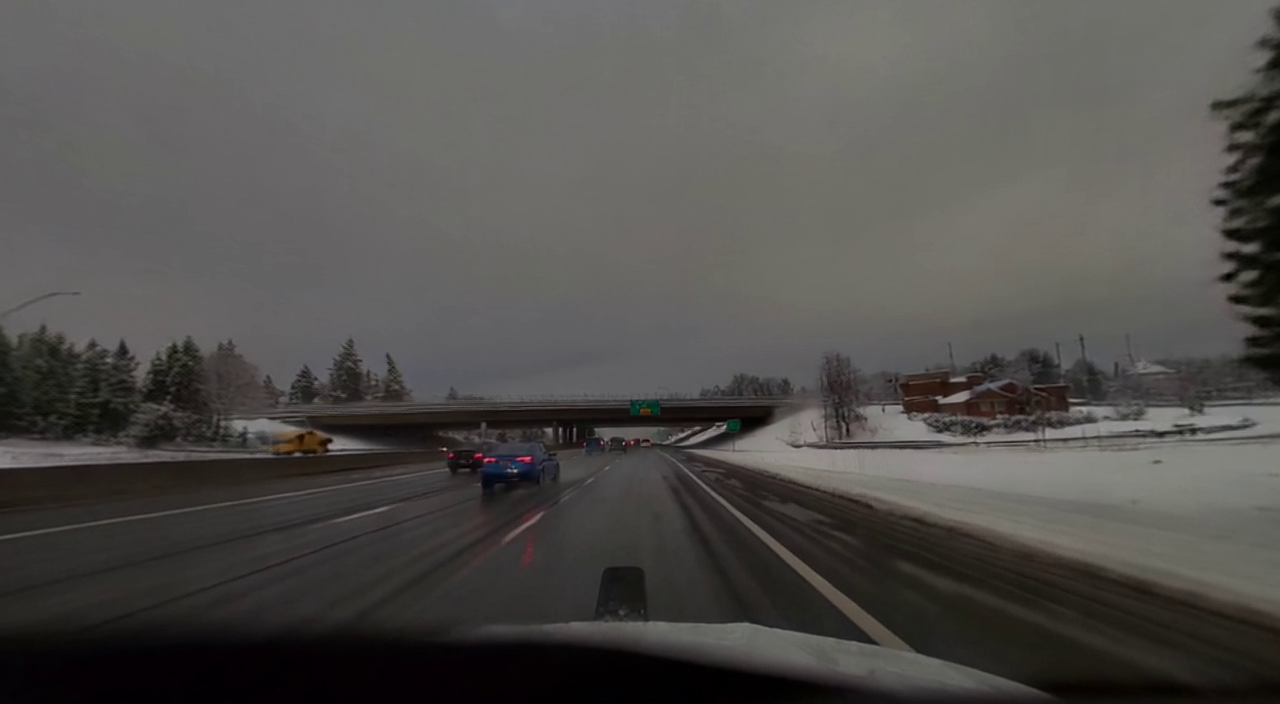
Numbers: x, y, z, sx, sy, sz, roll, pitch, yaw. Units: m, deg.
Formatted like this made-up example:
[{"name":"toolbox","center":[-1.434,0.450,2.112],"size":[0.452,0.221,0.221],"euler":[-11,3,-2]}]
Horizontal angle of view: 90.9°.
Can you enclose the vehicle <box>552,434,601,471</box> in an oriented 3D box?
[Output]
[{"name":"vehicle","center":[-3.299,5.315,33.600],"size":[2.080,1.811,4.644],"euler":[0,-8,1]}]

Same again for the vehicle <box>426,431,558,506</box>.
[{"name":"vehicle","center":[-3.548,2.903,16.169],"size":[2.210,1.628,4.586],"euler":[0,-8,1]}]

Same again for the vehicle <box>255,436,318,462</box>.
[{"name":"vehicle","center":[-24.652,6.781,44.191],"size":[1.839,1.700,4.364],"euler":[0,-8,0]}]
